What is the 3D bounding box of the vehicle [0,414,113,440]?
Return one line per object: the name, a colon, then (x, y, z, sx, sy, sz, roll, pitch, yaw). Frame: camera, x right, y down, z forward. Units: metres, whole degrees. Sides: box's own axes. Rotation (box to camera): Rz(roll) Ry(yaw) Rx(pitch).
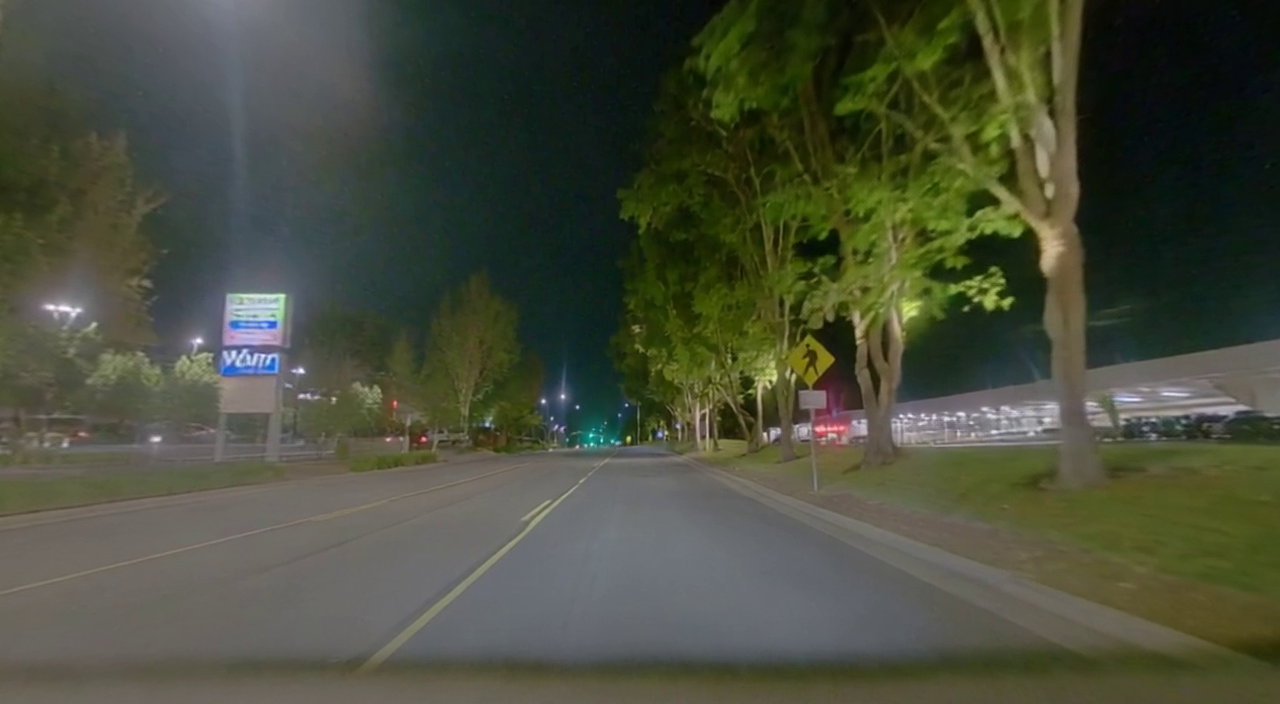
vehicle: (-38.066, 4.948, 41.389, 5.205, 1.525, 1.769, 8, -11, -41)
